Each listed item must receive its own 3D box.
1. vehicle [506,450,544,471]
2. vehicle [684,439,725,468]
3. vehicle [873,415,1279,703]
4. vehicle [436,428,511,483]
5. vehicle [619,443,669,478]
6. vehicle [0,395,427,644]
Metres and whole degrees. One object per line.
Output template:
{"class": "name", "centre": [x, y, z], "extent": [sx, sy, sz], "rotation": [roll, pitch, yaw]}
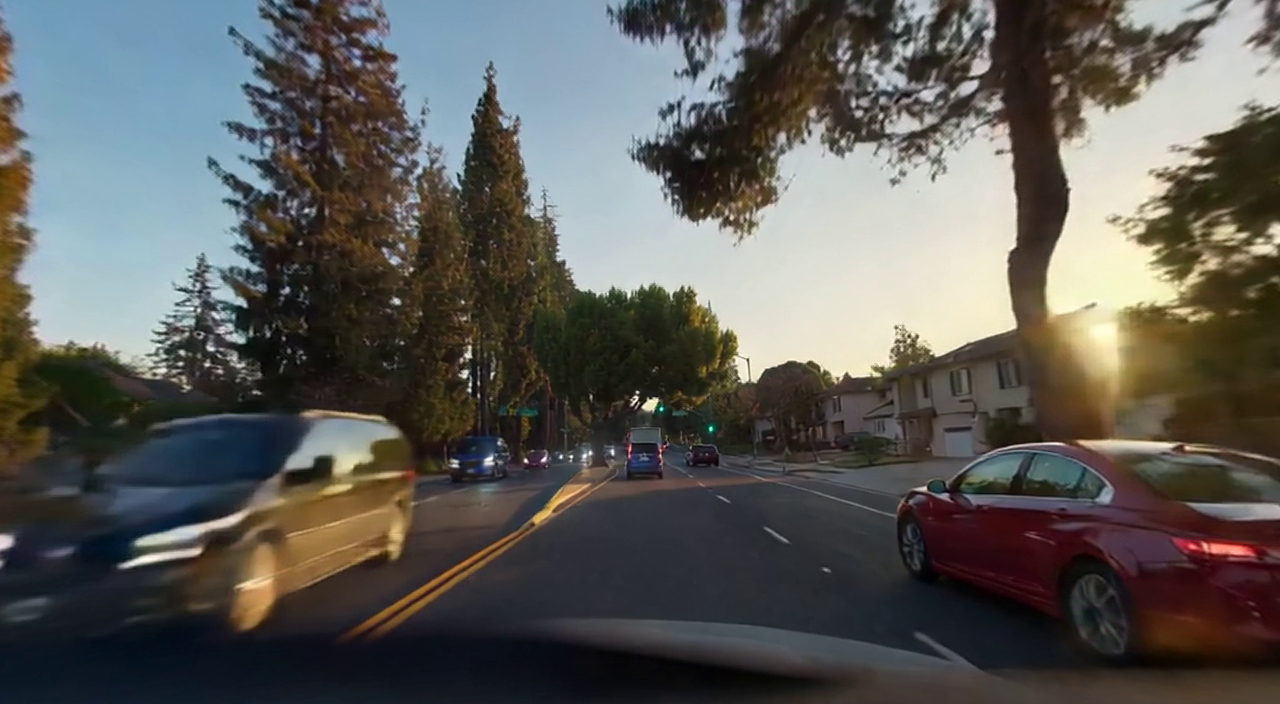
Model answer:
{"class": "vehicle", "centre": [-8.407, 7.983, 46.623], "extent": [2.070, 1.454, 4.400], "rotation": [0, -9, -1]}
{"class": "vehicle", "centre": [4.317, 6.886, 42.865], "extent": [2.187, 1.847, 4.553], "rotation": [0, -9, -1]}
{"class": "vehicle", "centre": [3.559, 1.301, 4.688], "extent": [1.973, 1.447, 4.402], "rotation": [0, -9, 0]}
{"class": "vehicle", "centre": [-8.380, 5.270, 32.429], "extent": [2.383, 2.558, 5.821], "rotation": [0, -9, -1]}
{"class": "vehicle", "centre": [0.153, 4.956, 29.147], "extent": [2.114, 1.483, 4.207], "rotation": [0, -9, 0]}
{"class": "vehicle", "centre": [-4.187, 1.560, 7.009], "extent": [2.054, 1.772, 4.817], "rotation": [0, -9, -1]}
